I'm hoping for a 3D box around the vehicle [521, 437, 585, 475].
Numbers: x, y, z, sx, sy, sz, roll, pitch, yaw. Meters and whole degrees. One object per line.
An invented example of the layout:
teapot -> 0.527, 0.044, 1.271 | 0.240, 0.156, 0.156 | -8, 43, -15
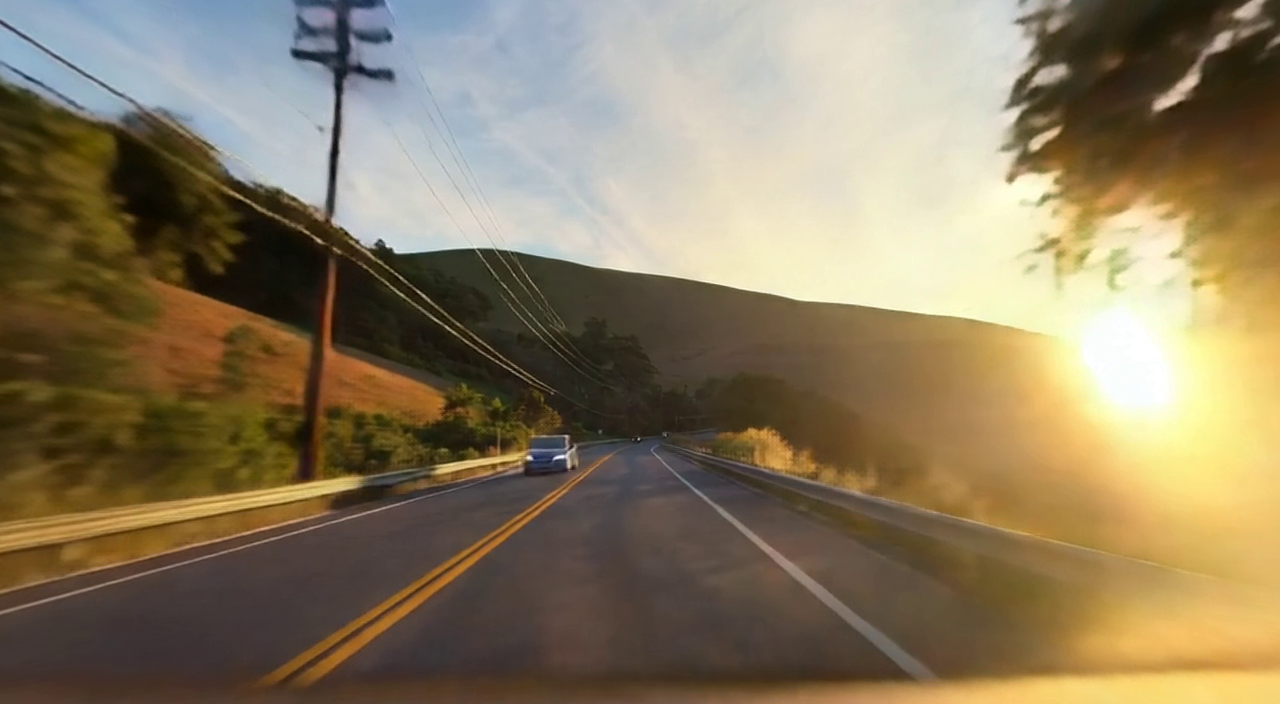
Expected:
vehicle -> -3.674, 4.494, 27.463 | 2.083, 1.486, 4.446 | 0, -9, 1
